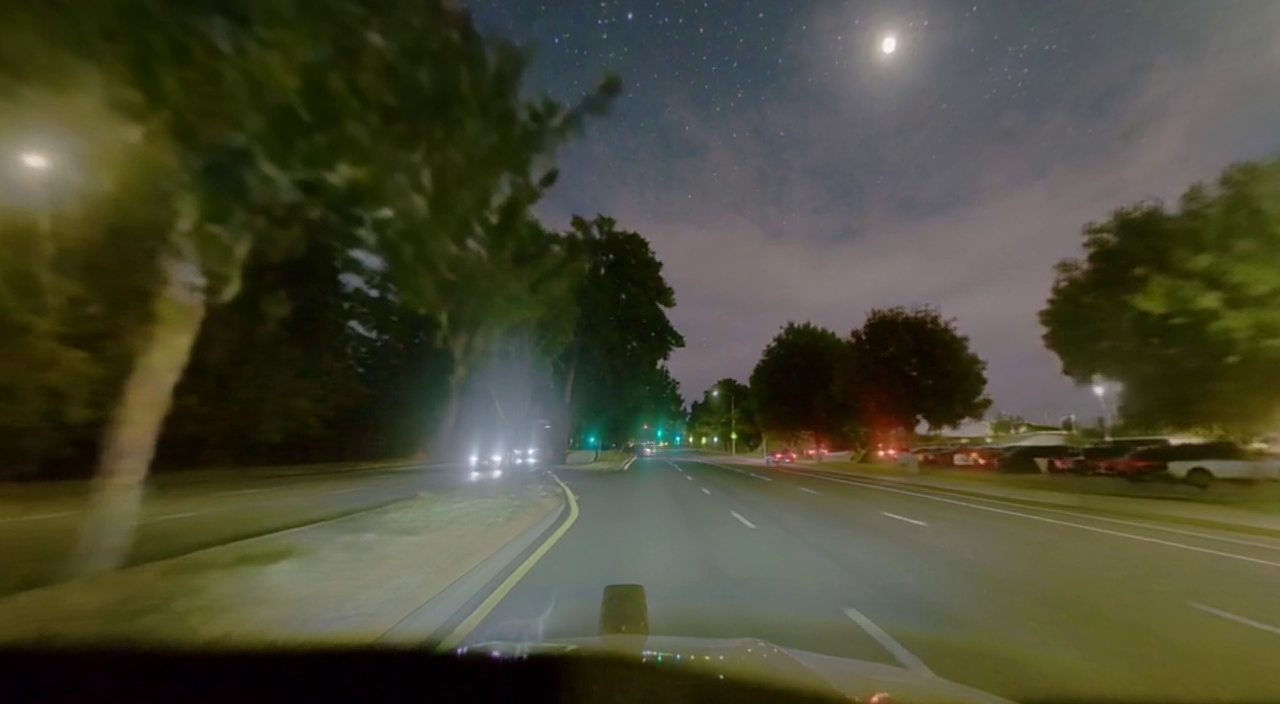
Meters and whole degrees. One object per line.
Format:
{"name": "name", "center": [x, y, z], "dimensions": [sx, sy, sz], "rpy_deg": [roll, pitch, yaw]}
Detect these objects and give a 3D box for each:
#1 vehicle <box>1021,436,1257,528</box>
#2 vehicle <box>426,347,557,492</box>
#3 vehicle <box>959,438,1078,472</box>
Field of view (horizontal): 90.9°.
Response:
{"name": "vehicle", "center": [11.214, 2.899, 14.704], "dimensions": [1.976, 1.780, 4.352], "rpy_deg": [0, -8, 2]}
{"name": "vehicle", "center": [-4.079, 1.987, 18.208], "dimensions": [3.008, 3.786, 3.422], "rpy_deg": [0, -8, -3]}
{"name": "vehicle", "center": [21.546, 5.885, 36.008], "dimensions": [5.374, 1.825, 2.157], "rpy_deg": [0, -8, 0]}
